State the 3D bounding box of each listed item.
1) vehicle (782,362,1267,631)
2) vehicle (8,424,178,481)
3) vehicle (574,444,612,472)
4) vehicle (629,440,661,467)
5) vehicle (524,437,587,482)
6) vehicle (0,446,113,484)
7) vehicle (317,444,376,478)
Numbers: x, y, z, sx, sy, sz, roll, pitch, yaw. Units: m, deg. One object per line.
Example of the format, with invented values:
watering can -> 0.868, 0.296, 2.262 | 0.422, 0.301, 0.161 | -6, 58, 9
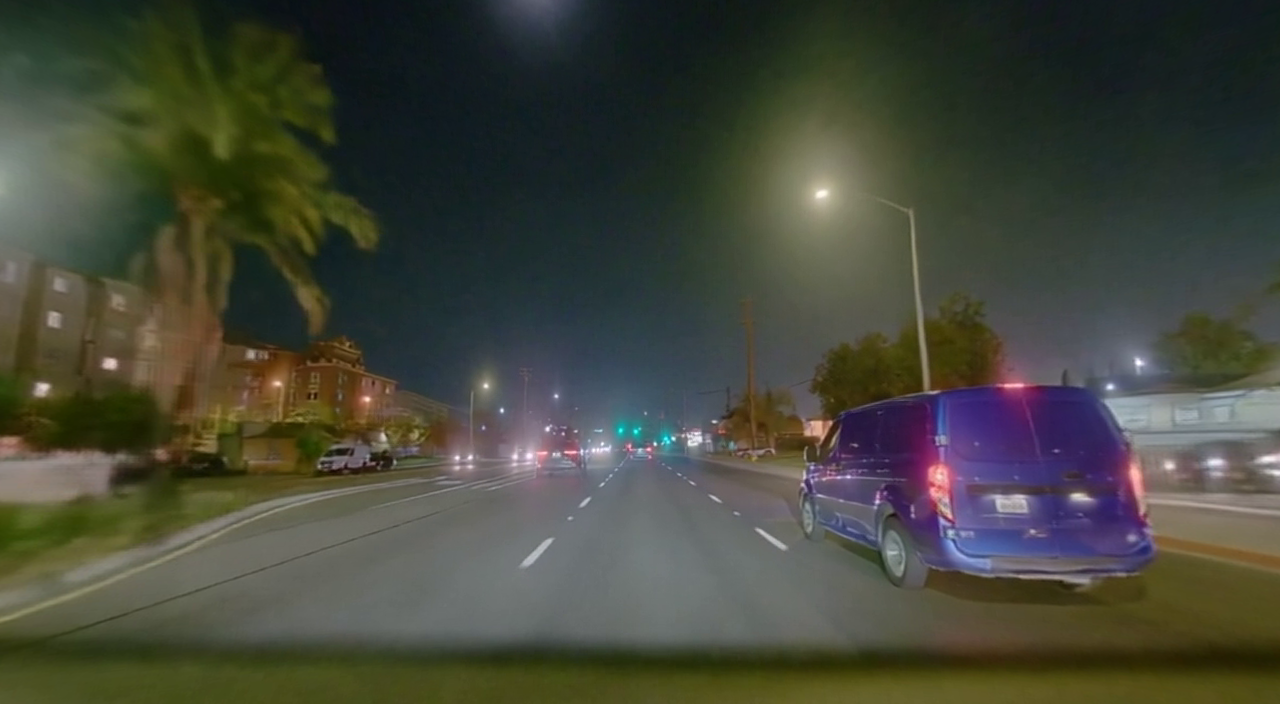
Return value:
vehicle -> 3.315, 1.381, 7.032 | 2.234, 1.912, 4.847 | 0, -8, -1
vehicle -> -29.886, 5.486, 34.743 | 6.775, 2.936, 2.546 | 0, -9, -2
vehicle -> -2.686, 6.119, 36.707 | 1.869, 1.454, 4.142 | 0, -8, 0
vehicle -> 0.314, 7.231, 45.129 | 2.191, 1.761, 3.857 | 0, -8, -1
vehicle -> -3.389, 4.388, 26.059 | 1.967, 1.703, 4.157 | 0, -8, 1
vehicle -> -30.261, 5.747, 32.225 | 4.832, 1.778, 2.082 | -1, -8, 0
vehicle -> -21.443, 7.941, 46.370 | 1.931, 2.187, 5.001 | -1, -8, -1
